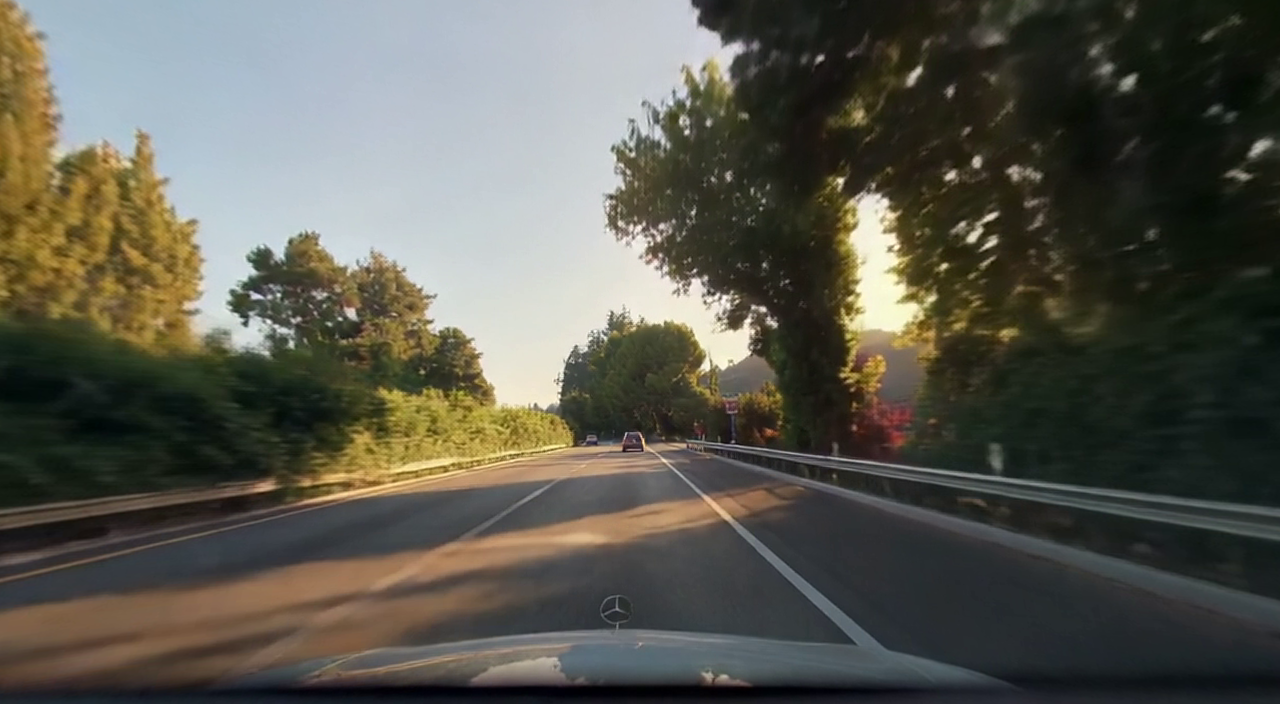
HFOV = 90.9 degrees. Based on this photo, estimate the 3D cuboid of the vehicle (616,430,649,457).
[{"bbox_3d":[-0.481,5.900,40.773,2.041,1.618,3.898,0,-8,-1],"label":"vehicle"}]
